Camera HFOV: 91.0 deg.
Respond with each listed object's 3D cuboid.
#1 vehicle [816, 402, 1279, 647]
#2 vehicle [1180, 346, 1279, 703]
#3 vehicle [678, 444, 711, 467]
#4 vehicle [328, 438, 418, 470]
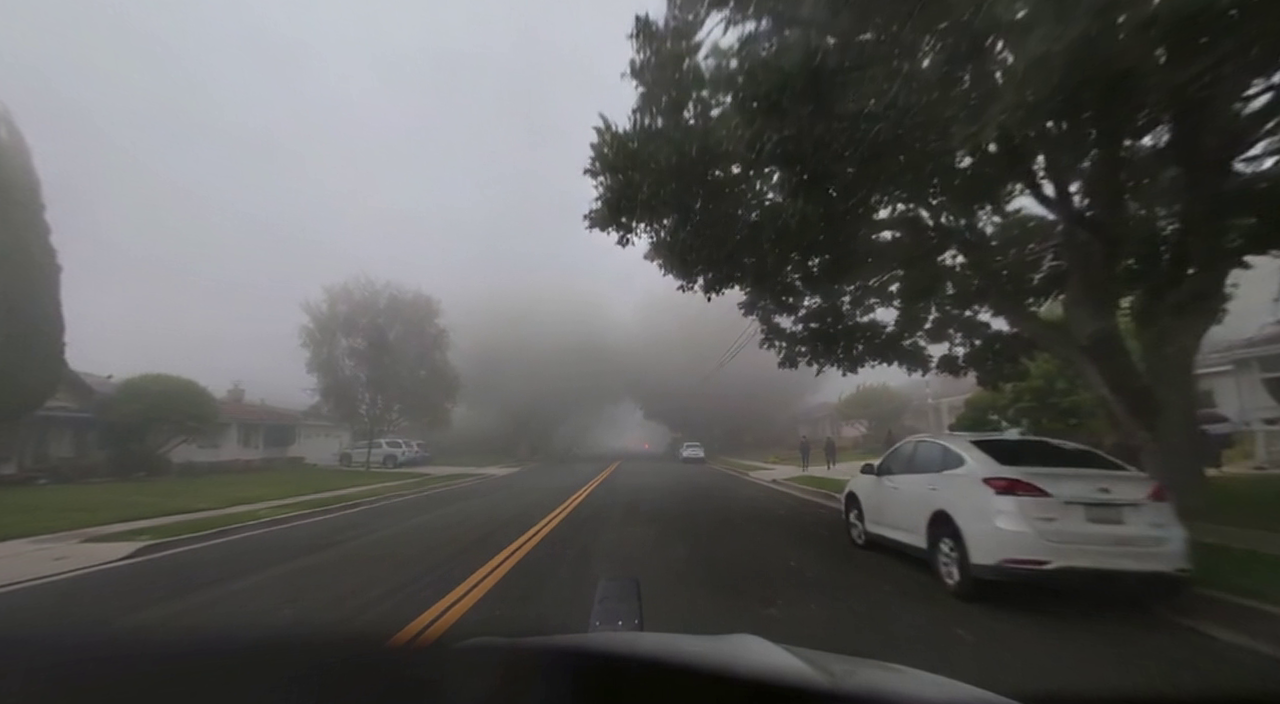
[{"bbox_3d":[3.679,1.533,6.775,2.316,1.695,4.596,0,-8,1],"label":"vehicle"},{"bbox_3d":[3.936,0.562,0.590,2.068,1.838,5.278,0,-9,-1],"label":"vehicle"},{"bbox_3d":[3.815,7.347,44.829,1.917,1.569,4.460,0,-9,-1],"label":"vehicle"},{"bbox_3d":[-15.387,5.886,36.409,4.320,1.767,1.951,0,-9,3],"label":"vehicle"}]
